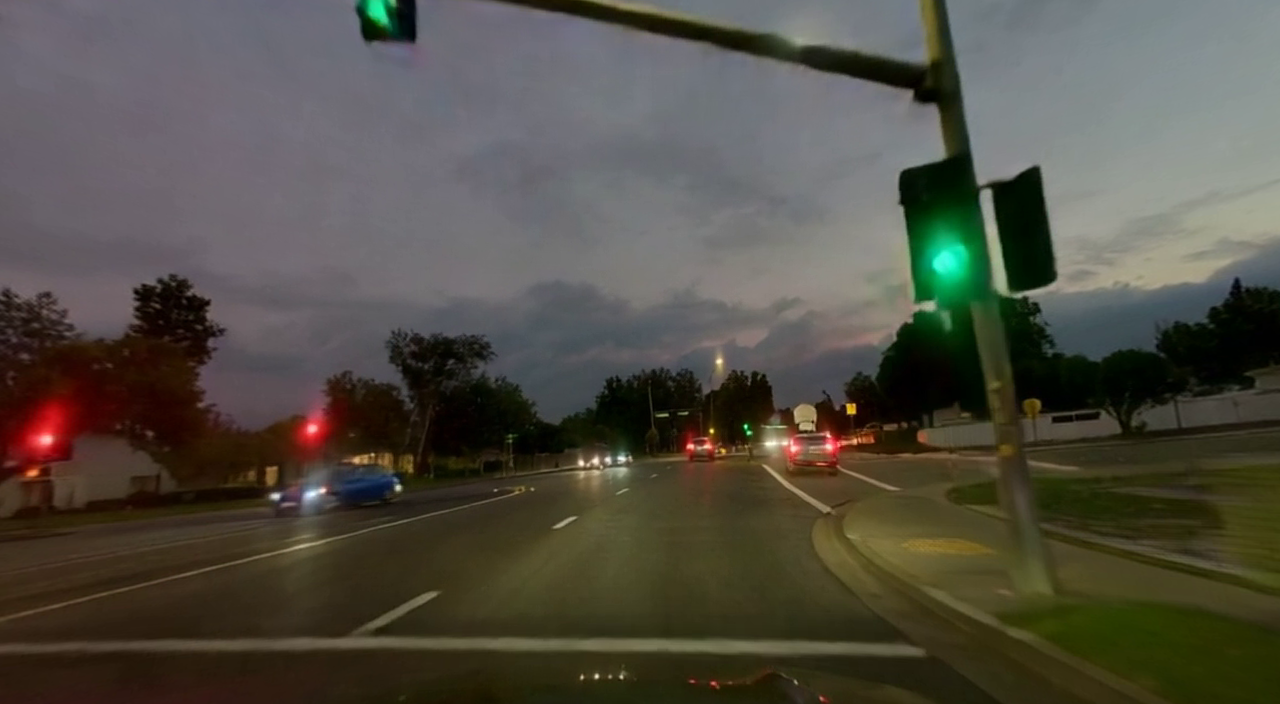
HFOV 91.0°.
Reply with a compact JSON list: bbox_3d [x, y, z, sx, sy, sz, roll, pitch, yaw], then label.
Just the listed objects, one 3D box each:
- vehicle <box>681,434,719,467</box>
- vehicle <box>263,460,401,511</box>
[{"bbox_3d":[3.786,6.126,39.163,2.059,1.908,4.714,-2,-9,8],"label":"vehicle"},{"bbox_3d":[-10.834,4.712,22.632,1.916,1.484,4.867,-2,-9,9],"label":"vehicle"}]
